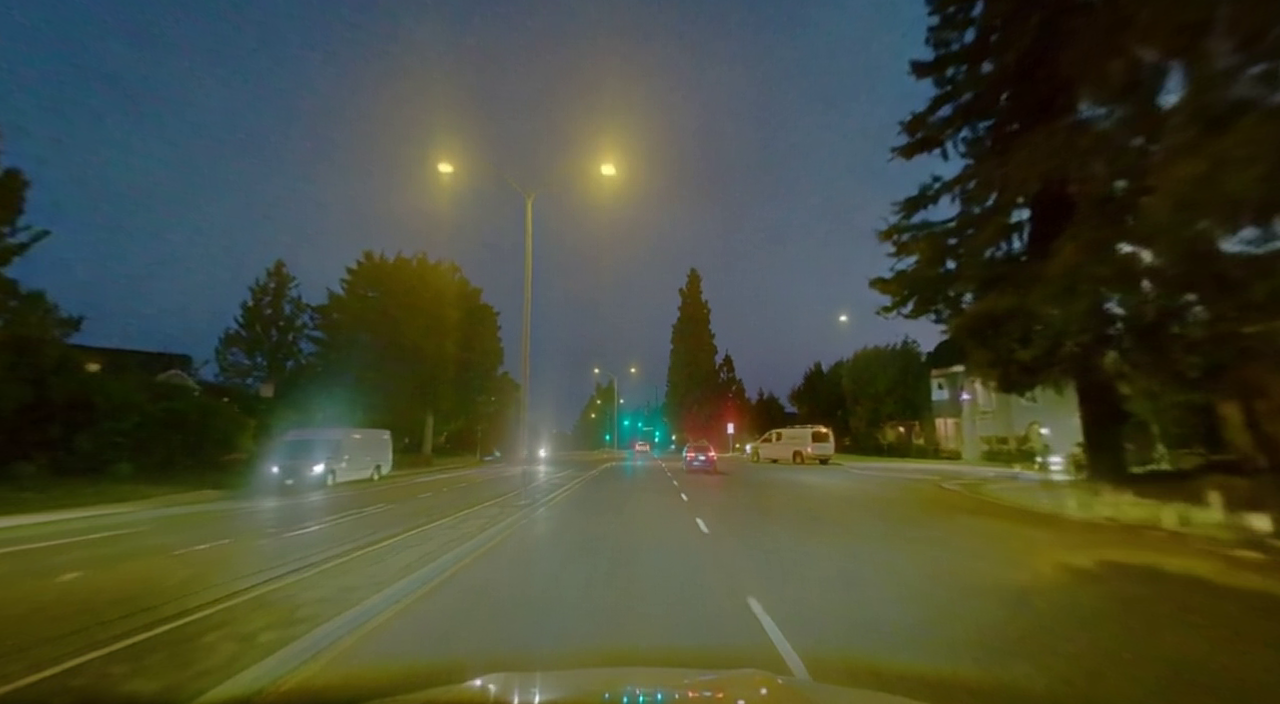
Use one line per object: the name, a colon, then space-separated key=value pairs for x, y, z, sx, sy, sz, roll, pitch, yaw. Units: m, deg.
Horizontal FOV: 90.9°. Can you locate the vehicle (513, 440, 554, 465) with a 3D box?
vehicle: x=-7.918 y=7.504 z=47.313 sx=2.178 sy=1.761 sz=4.724 roll=0 pitch=-8 yaw=0

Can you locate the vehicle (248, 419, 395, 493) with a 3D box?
vehicle: x=-11.871 y=3.945 z=24.247 sx=2.347 sy=2.428 sz=6.149 roll=0 pitch=-8 yaw=1

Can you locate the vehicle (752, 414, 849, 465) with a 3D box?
vehicle: x=9.466 y=5.331 z=38.153 sx=2.331 sy=2.747 sz=6.993 roll=2 pitch=-9 yaw=-16

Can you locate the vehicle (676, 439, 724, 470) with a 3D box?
vehicle: x=2.965 y=5.179 z=32.091 sx=1.960 sy=1.479 sz=4.086 roll=0 pitch=-8 yaw=-1

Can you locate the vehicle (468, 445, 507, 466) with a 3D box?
vehicle: x=-11.833 y=8.035 z=49.228 sx=1.963 sy=1.524 sz=4.498 roll=0 pitch=-8 yaw=0
